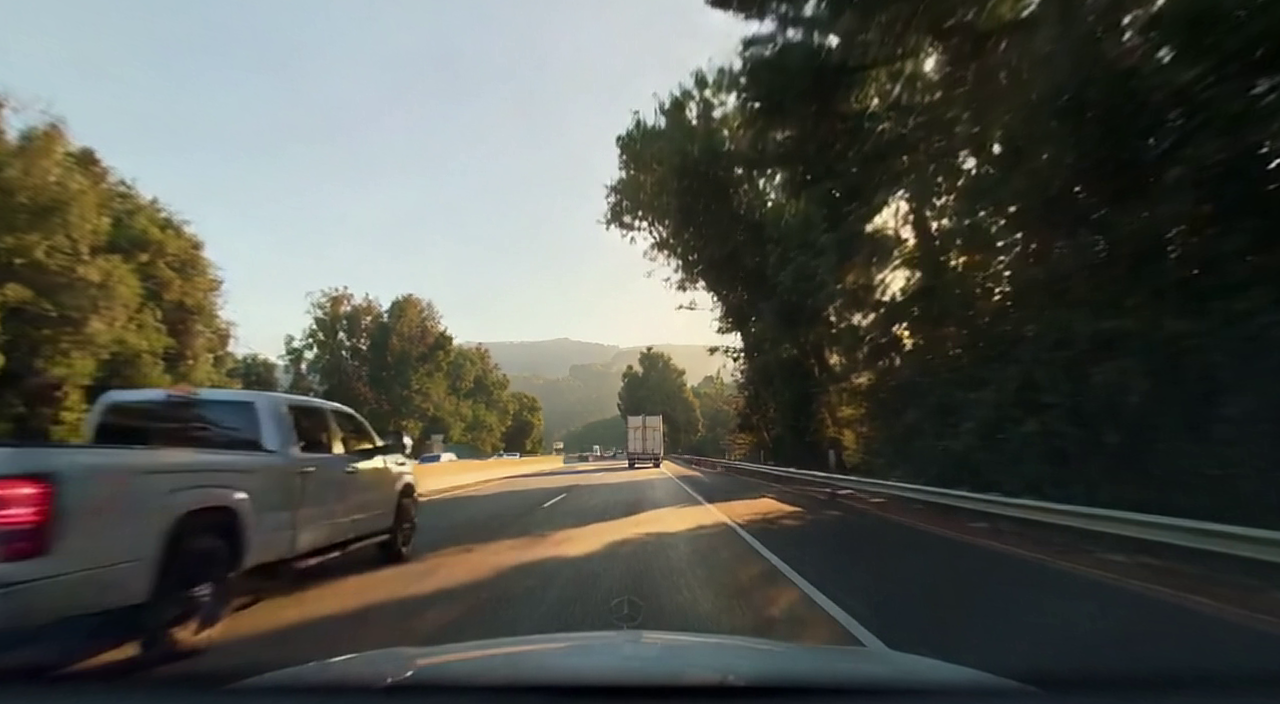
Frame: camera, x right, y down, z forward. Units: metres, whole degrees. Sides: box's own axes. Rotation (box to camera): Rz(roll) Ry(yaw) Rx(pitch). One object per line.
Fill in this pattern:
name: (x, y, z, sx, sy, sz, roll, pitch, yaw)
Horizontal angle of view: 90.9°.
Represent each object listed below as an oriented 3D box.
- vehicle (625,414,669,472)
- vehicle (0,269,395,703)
vehicle: (0.535, 7.026, 48.399, 3.024, 3.965, 10.399, 0, -9, 1)
vehicle: (-4.000, 0.955, 4.377, 2.283, 2.156, 5.546, 0, -9, 1)
